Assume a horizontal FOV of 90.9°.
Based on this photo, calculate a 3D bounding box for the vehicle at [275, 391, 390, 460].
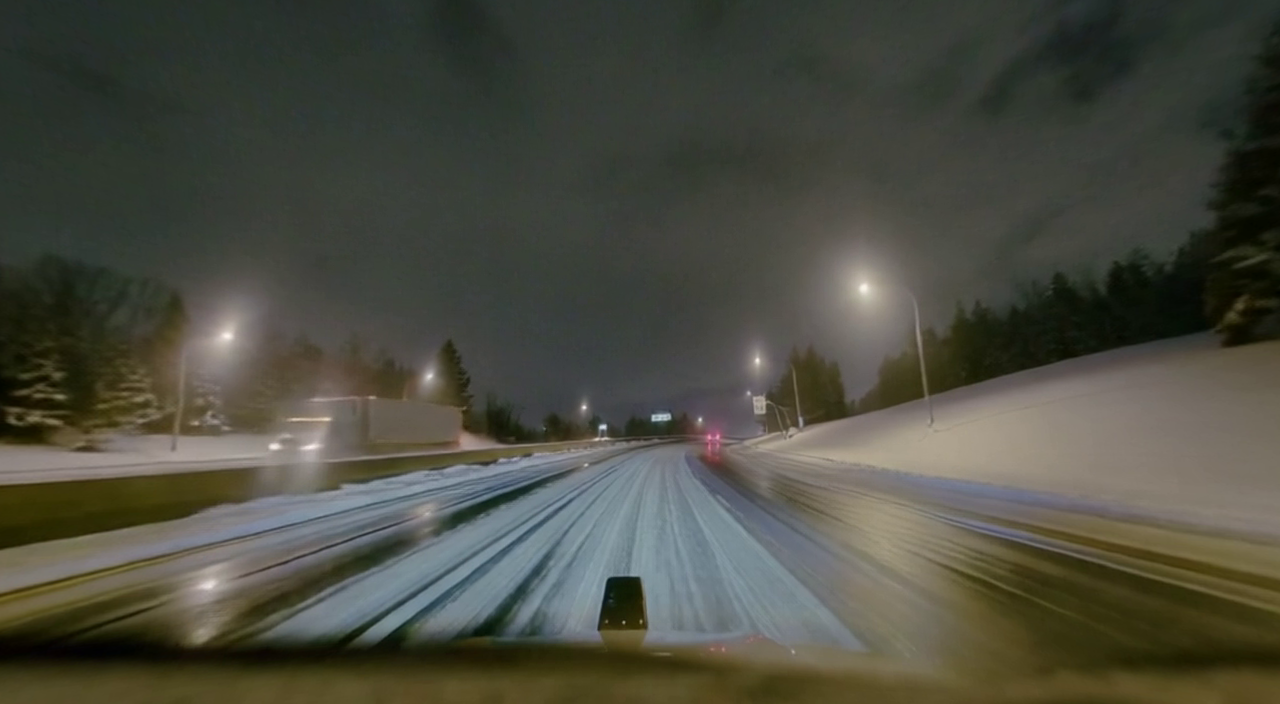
[{"bbox_3d":[-18.218,4.518,37.980,3.059,3.764,6.795,0,-8,4],"label":"vehicle"}]
